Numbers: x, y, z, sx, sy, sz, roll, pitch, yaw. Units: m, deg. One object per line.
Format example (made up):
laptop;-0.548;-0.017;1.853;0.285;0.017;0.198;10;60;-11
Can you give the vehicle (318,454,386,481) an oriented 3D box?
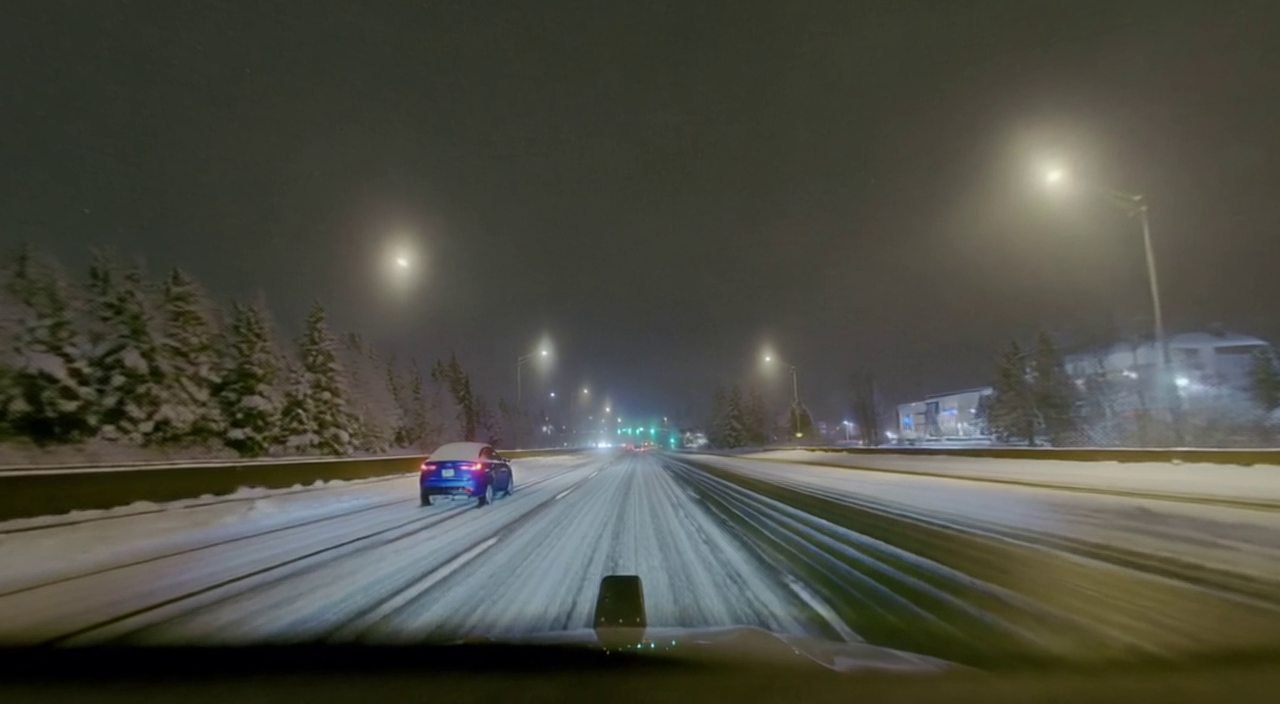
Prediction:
vehicle;-17.536;7.035;38.761;1.892;1.478;4.684;0;-9;1

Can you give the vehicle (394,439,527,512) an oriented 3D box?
vehicle;-4.129;2.892;15.353;1.900;1.492;4.495;0;-9;0
